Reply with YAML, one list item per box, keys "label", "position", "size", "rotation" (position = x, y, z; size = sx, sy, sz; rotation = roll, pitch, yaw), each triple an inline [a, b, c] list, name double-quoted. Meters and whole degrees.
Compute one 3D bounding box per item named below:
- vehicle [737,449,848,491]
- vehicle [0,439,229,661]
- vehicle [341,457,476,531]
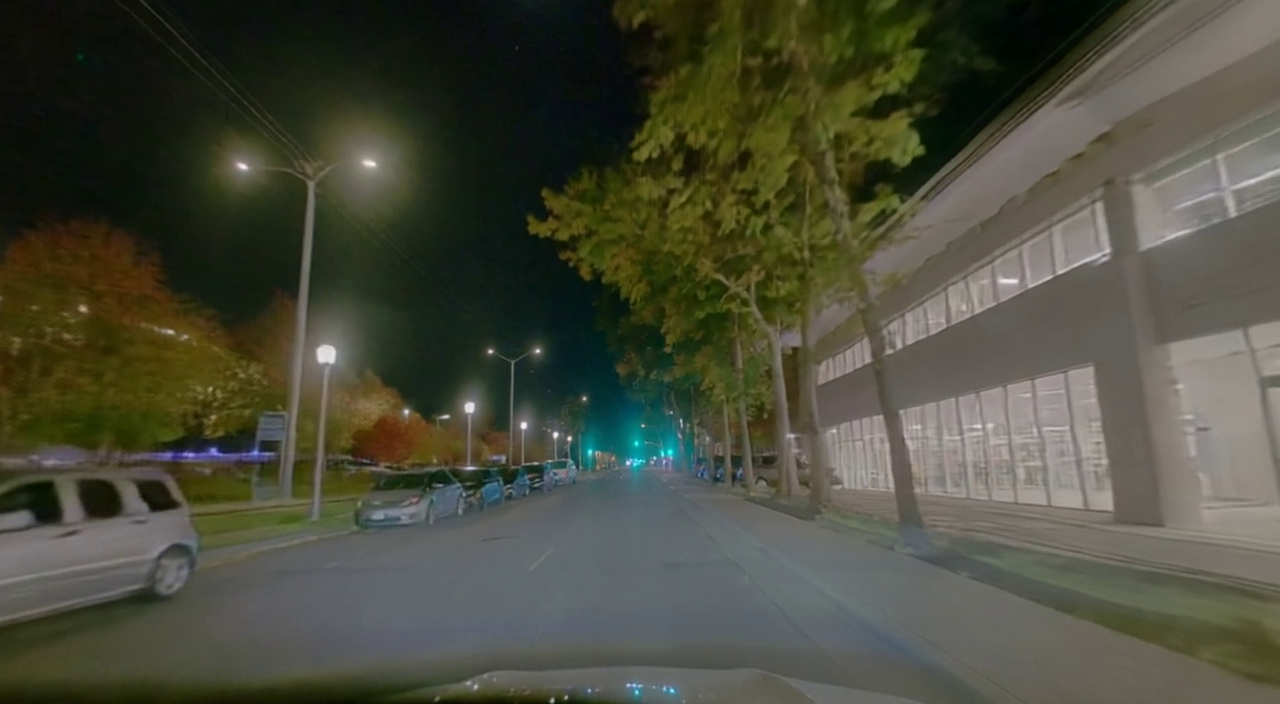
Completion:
- label: "vehicle"
  position: [6.385, 5.030, 26.793]
  size: [4.193, 1.665, 1.924]
  rotation: [1, -11, -2]
- label: "vehicle"
  position: [-5.826, 1.618, 5.366]
  size: [1.777, 1.687, 4.116]
  rotation: [0, -11, 0]
- label: "vehicle"
  position: [-5.792, 3.628, 16.455]
  size: [1.832, 1.623, 4.424]
  rotation: [1, -11, 0]
